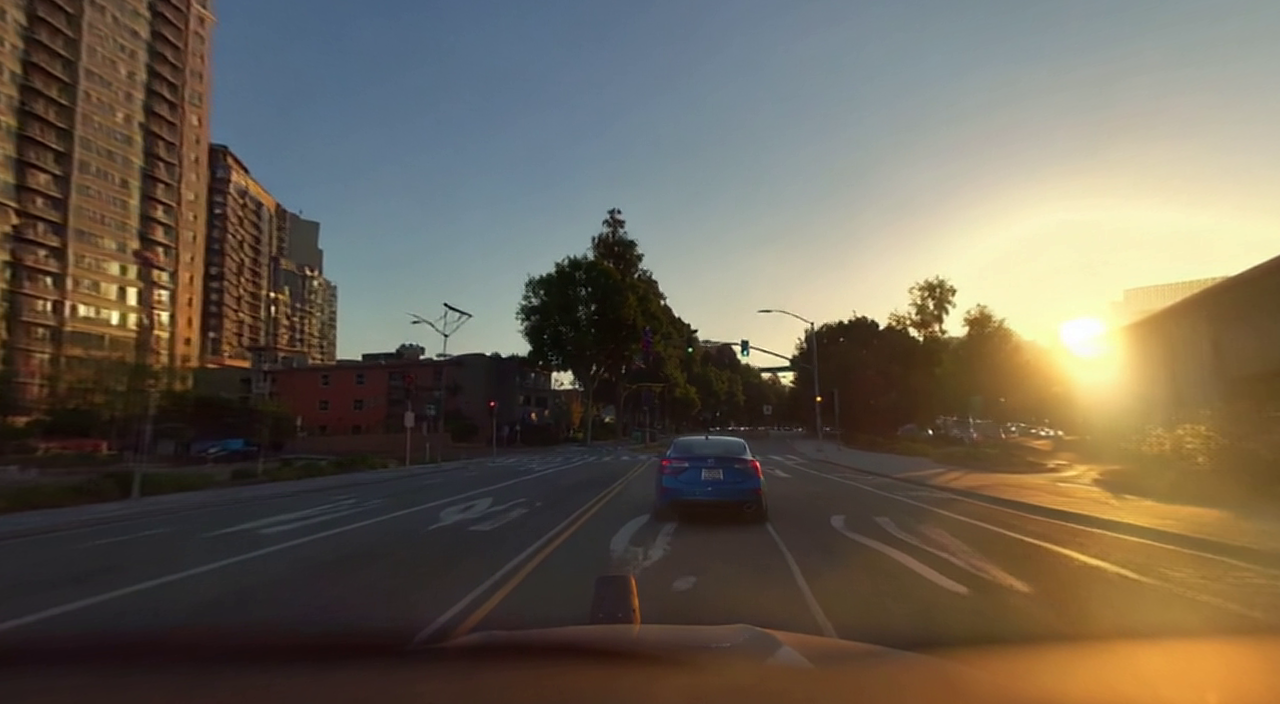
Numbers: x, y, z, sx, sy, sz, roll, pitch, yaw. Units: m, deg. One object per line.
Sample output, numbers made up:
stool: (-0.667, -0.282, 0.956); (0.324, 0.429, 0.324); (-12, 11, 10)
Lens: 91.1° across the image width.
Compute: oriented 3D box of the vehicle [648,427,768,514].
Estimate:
vehicle: (1.268, 2.226, 12.453); (1.950, 1.401, 4.159); (-1, -8, 4)
